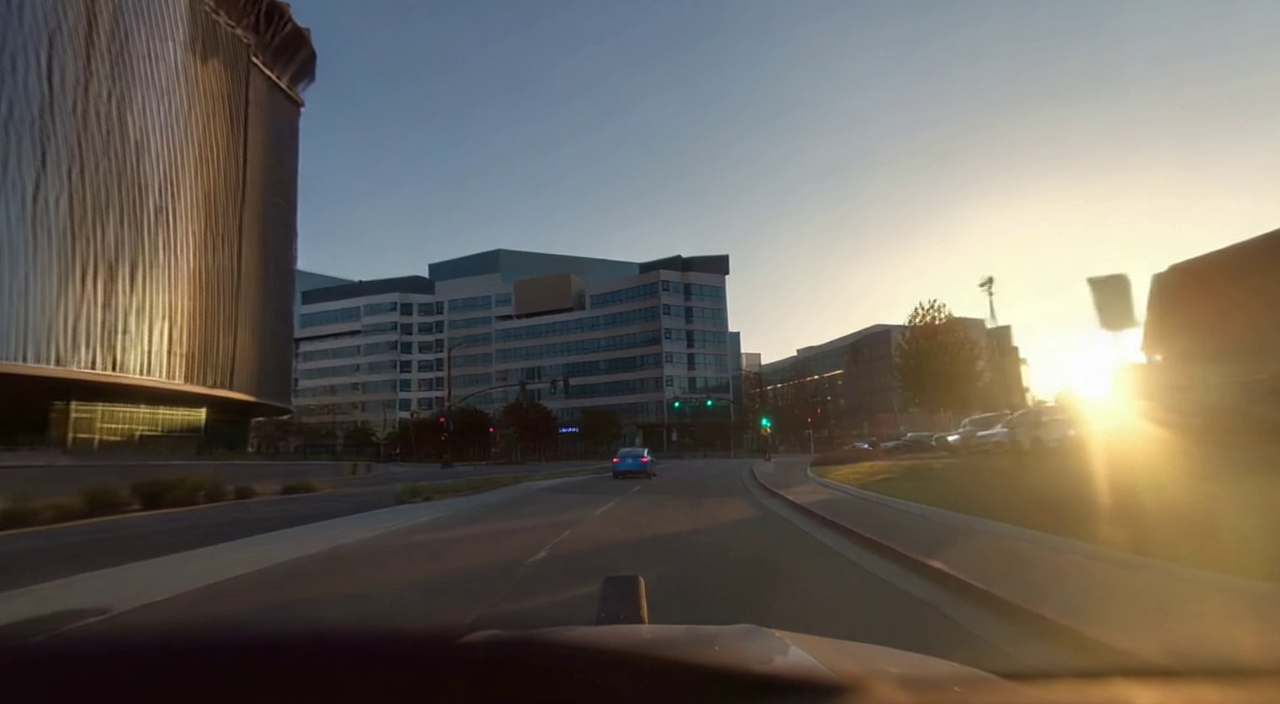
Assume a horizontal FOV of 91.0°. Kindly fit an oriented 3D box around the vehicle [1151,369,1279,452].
[{"bbox_3d":[13.605,1.263,13.130,4.035,1.615,1.908,-1,-9,6],"label":"vehicle"}]

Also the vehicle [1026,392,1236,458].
[{"bbox_3d":[14.066,2.191,18.343,4.214,1.615,2.008,-4,-10,9],"label":"vehicle"}]

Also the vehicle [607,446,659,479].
[{"bbox_3d":[-0.267,5.516,31.714,1.971,1.486,4.380,-1,-9,8],"label":"vehicle"}]
